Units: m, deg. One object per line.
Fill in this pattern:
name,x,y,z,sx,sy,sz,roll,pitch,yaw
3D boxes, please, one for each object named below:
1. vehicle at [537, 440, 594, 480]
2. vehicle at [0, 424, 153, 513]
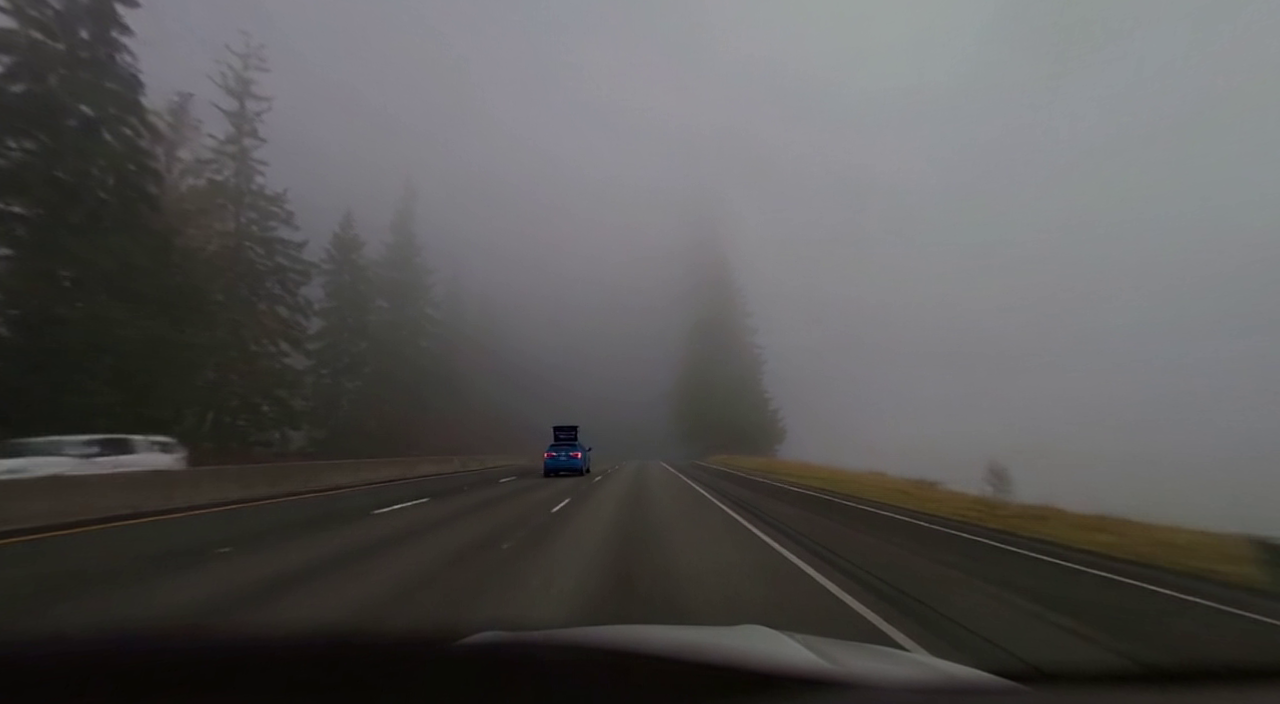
vehicle,-3.459,5.152,30.183,2.084,1.752,4.479,0,-9,1
vehicle,-13.788,2.532,13.876,2.126,1.744,4.816,0,-9,0
